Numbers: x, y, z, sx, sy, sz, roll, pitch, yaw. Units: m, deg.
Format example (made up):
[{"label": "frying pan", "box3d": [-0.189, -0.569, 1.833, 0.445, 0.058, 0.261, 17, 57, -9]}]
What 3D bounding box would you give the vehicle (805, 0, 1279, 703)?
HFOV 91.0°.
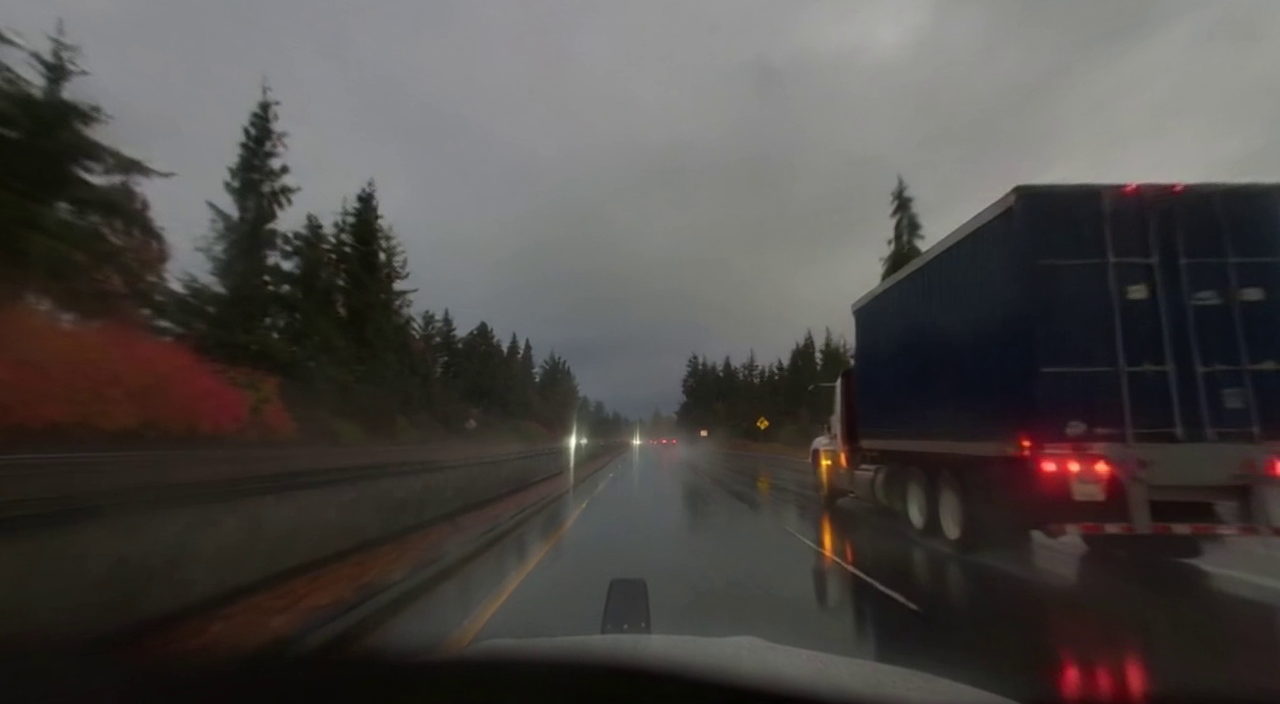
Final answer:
[{"label": "vehicle", "box3d": [3.936, -0.606, 1.241, 3.691, 4.331, 13.909, 0, -8, 1]}]
